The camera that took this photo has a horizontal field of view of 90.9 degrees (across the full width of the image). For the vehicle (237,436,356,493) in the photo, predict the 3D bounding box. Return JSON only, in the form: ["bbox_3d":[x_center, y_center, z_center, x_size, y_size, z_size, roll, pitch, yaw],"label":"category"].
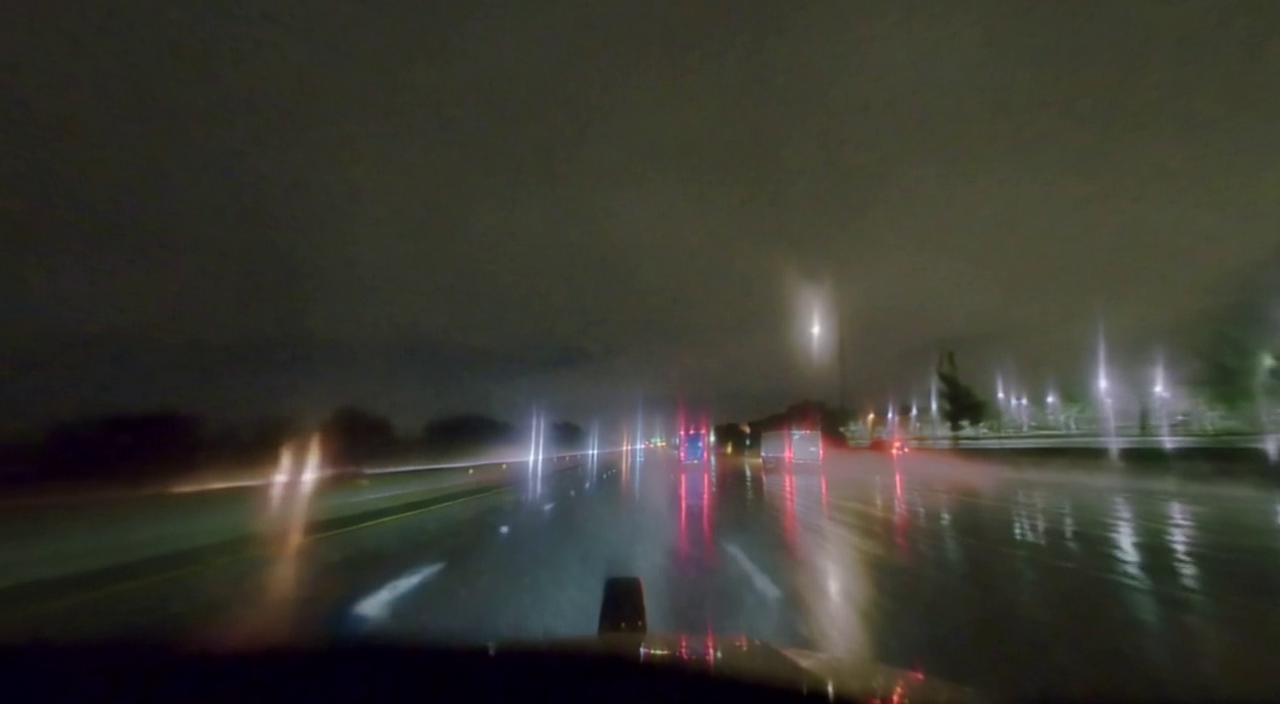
[{"bbox_3d":[-19.721,6.511,36.809,2.666,2.954,7.203,-1,-9,1],"label":"vehicle"}]
